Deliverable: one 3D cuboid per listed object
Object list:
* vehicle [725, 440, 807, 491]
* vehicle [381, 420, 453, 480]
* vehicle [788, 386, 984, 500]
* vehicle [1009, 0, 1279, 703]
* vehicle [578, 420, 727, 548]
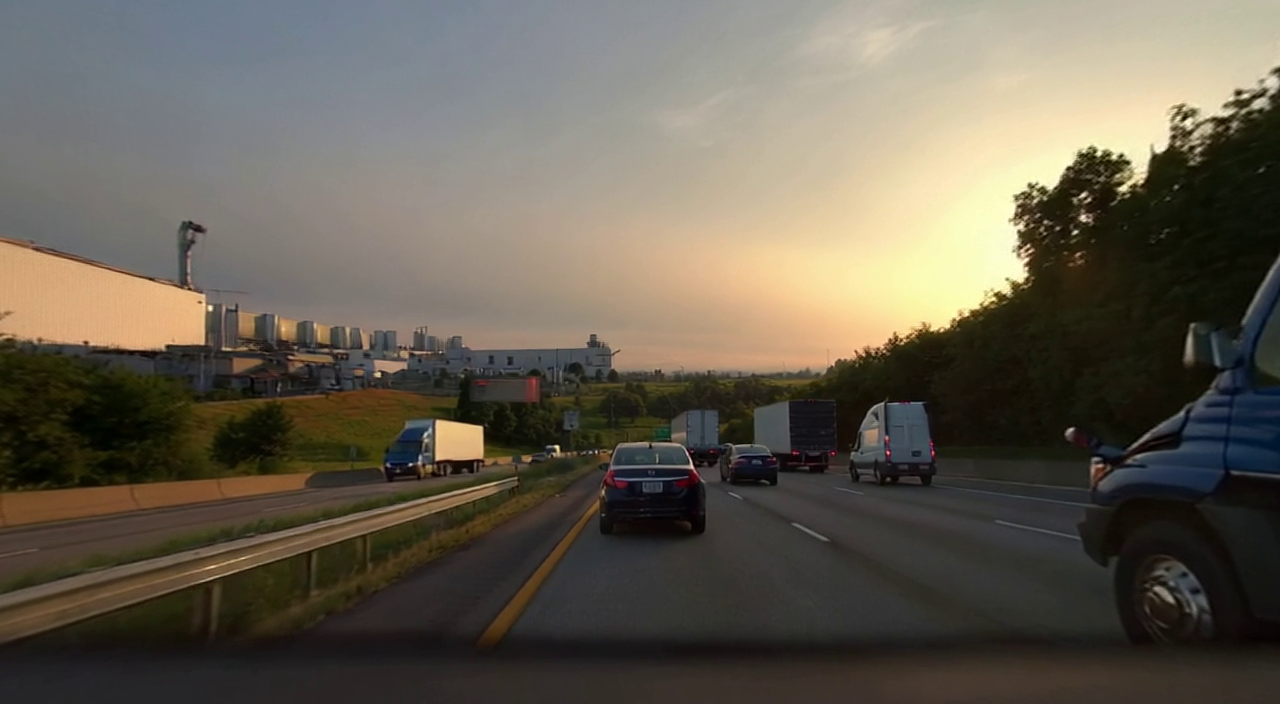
[{"bbox_3d":[4.101,3.748,21.017,1.859,1.512,3.711,0,-9,-1],"label":"vehicle"},{"bbox_3d":[-15.999,7.064,45.440,3.025,3.994,5.884,0,-9,-1],"label":"vehicle"},{"bbox_3d":[8.211,3.370,23.080,2.799,3.188,10.578,0,-9,-1],"label":"vehicle"},{"bbox_3d":[4.256,-0.218,1.448,2.987,3.877,5.881,0,-9,0],"label":"vehicle"},{"bbox_3d":[0.189,2.013,10.081,1.965,1.664,3.428,-1,-9,1],"label":"vehicle"}]
